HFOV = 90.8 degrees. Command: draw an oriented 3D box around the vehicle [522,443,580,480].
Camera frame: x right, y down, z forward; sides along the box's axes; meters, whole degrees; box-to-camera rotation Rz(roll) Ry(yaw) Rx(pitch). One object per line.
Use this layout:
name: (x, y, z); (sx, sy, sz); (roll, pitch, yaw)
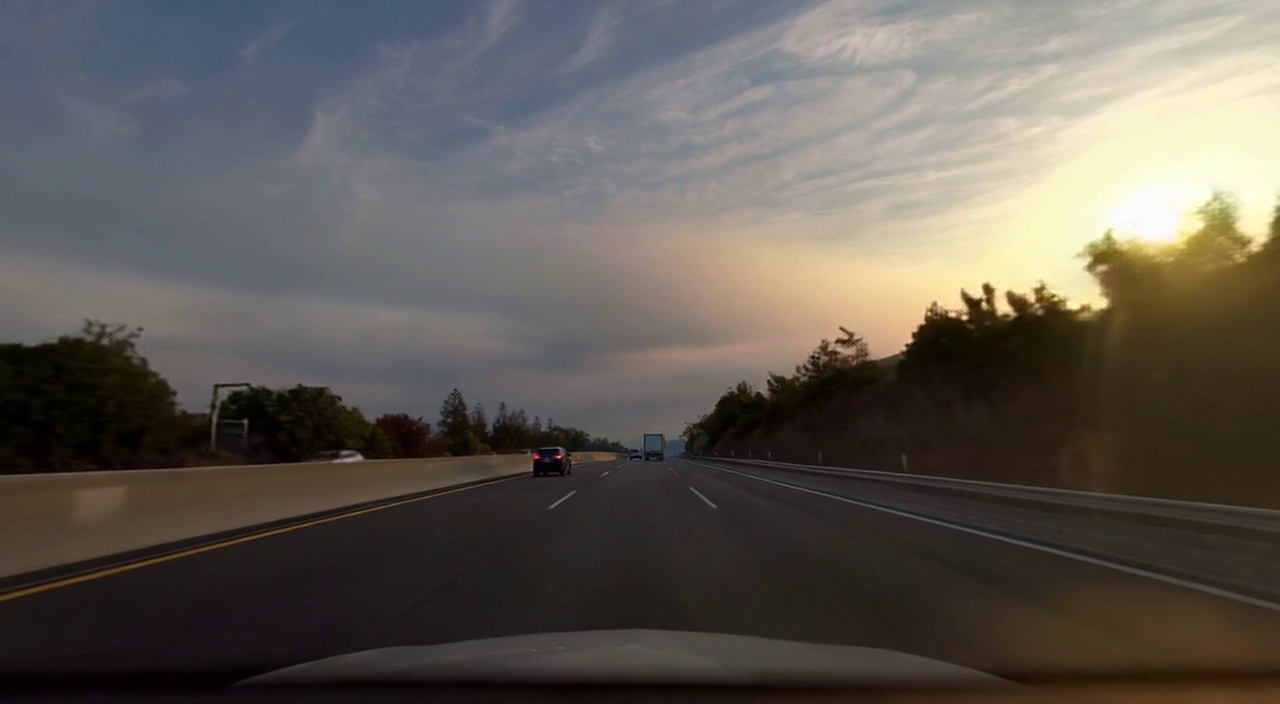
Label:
vehicle: (-4.123, 5.136, 29.818); (2.035, 1.595, 4.022); (0, -9, 1)
